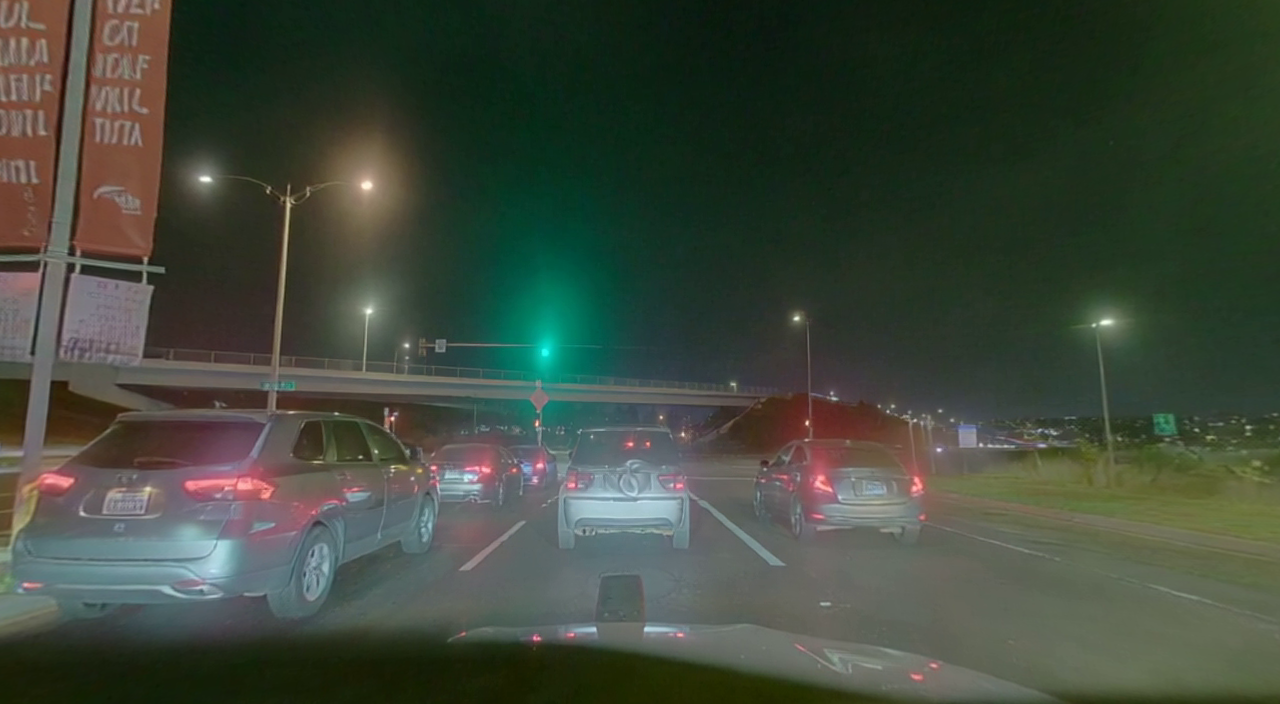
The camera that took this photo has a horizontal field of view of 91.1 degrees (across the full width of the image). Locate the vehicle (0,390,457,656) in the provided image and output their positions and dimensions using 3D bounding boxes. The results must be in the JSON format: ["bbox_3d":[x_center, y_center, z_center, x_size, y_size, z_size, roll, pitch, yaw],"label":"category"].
[{"bbox_3d":[-3.500,1.425,6.275,2.039,1.709,4.265,0,-9,0],"label":"vehicle"}]

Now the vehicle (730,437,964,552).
[{"bbox_3d":[3.063,2.232,10.716,2.228,1.472,4.939,0,-9,-1],"label":"vehicle"}]

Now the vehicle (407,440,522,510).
[{"bbox_3d":[-4.157,2.943,15.441,1.797,1.505,3.506,0,-9,0],"label":"vehicle"}]

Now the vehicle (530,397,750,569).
[{"bbox_3d":[-0.083,1.770,9.215,2.409,1.864,4.471,0,-9,-2],"label":"vehicle"}]
